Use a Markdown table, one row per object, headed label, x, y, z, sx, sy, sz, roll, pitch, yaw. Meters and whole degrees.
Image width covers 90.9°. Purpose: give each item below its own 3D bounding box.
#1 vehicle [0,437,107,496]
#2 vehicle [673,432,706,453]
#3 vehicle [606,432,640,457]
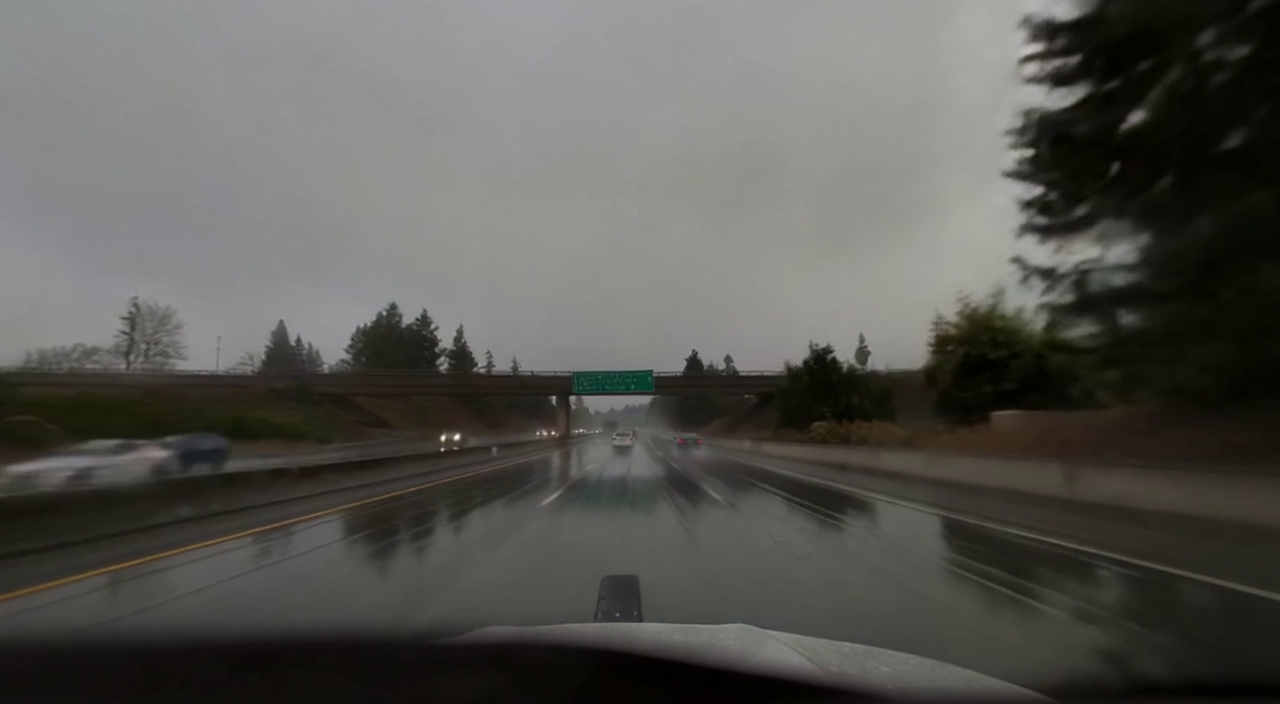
| label | x | y | z | sx | sy | sz | roll | pitch | yaw |
| --- | --- | --- | --- | --- | --- | --- | --- | --- | --- |
| vehicle | -17.095 | 3.037 | 16.914 | 1.824 | 1.467 | 4.383 | 0 | -8 | -2 |
| vehicle | 3.729 | 6.883 | 48.027 | 2.056 | 1.508 | 4.093 | 0 | -8 | -2 |
| vehicle | -1.036 | 5.609 | 38.481 | 1.987 | 1.440 | 3.565 | 0 | -8 | -1 |
